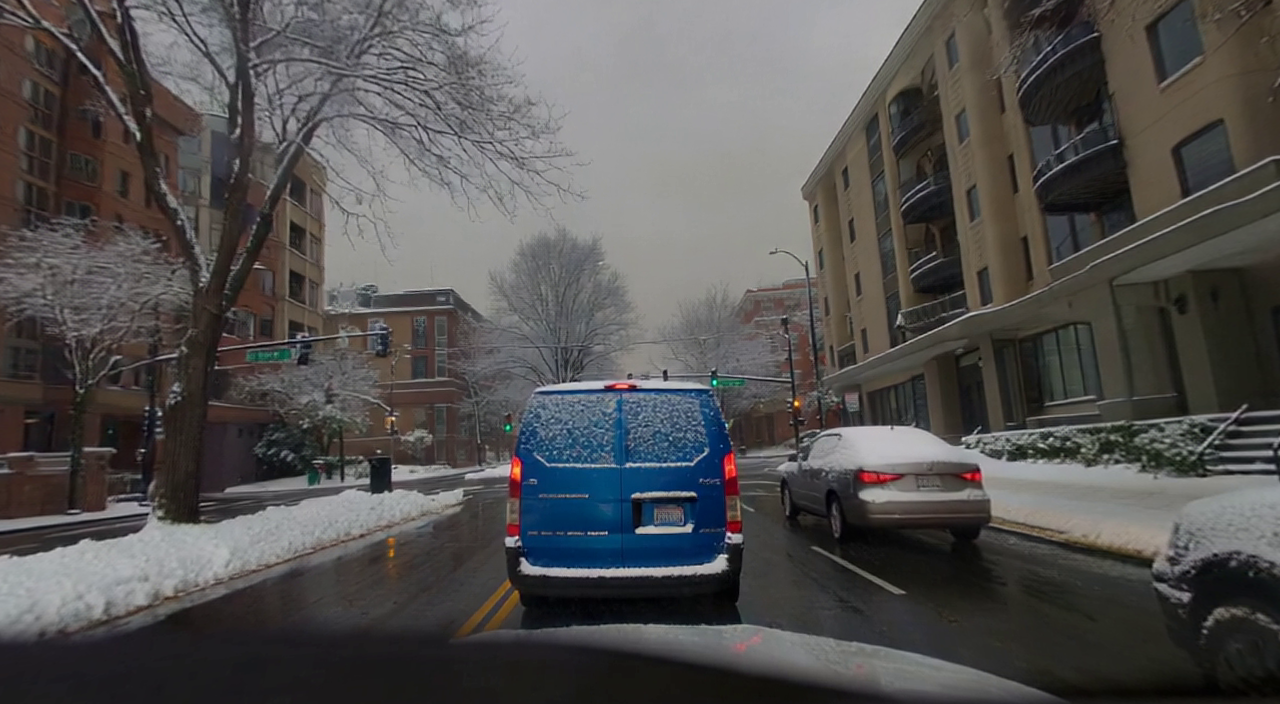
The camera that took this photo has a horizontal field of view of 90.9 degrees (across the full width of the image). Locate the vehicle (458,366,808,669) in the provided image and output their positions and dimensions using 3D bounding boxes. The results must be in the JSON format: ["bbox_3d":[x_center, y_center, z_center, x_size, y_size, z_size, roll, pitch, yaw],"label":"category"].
[{"bbox_3d":[-0.040,1.318,6.037,2.101,1.828,4.270,0,-9,0],"label":"vehicle"}]

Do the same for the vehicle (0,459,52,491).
[{"bbox_3d":[-35.544,6.837,35.154,3.843,1.680,1.782,-1,-9,5],"label":"vehicle"}]

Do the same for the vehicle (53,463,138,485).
[{"bbox_3d":[-38.469,8.630,44.628,4.396,1.458,1.809,-1,-9,2],"label":"vehicle"}]

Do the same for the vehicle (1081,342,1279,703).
[{"bbox_3d":[3.809,0.696,1.765,2.157,1.748,4.130,0,-9,1],"label":"vehicle"}]

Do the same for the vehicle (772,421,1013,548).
[{"bbox_3d":[3.908,2.137,10.910,2.061,1.676,4.734,0,-9,-2],"label":"vehicle"}]

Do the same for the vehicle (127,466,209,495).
[{"bbox_3d":[-33.262,9.067,44.514,4.292,1.492,1.772,-6,-14,-1],"label":"vehicle"}]
